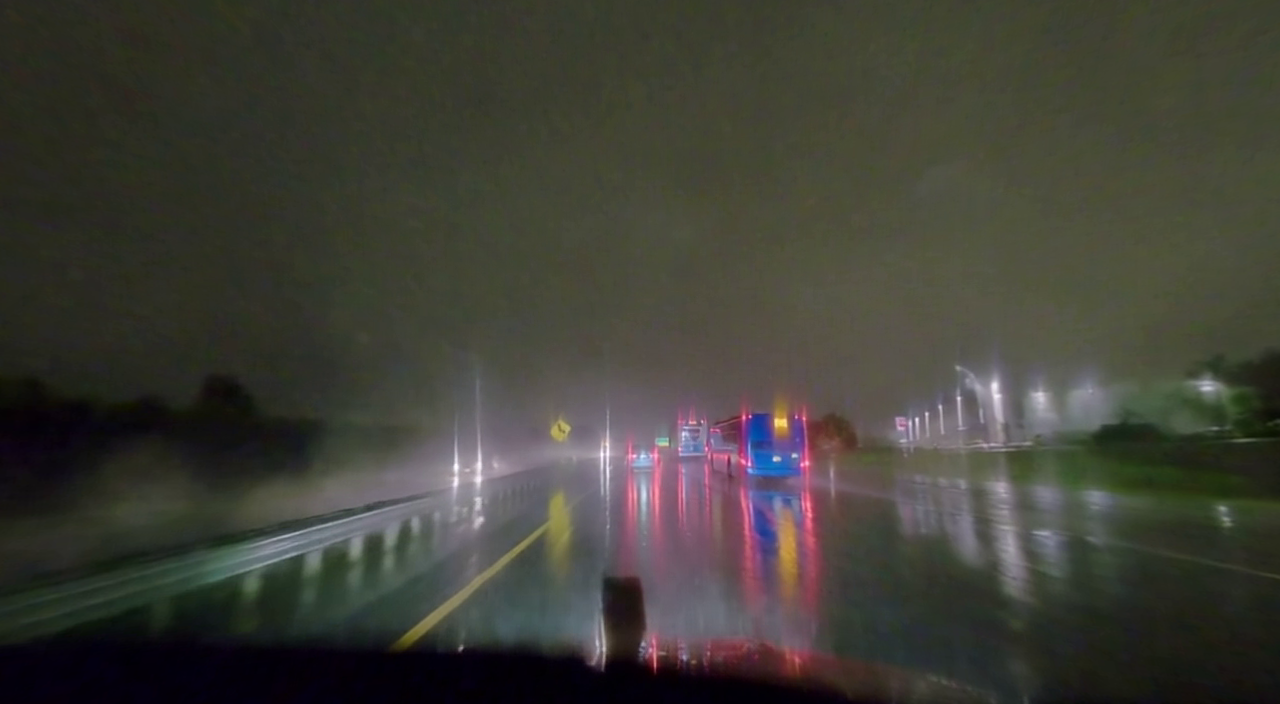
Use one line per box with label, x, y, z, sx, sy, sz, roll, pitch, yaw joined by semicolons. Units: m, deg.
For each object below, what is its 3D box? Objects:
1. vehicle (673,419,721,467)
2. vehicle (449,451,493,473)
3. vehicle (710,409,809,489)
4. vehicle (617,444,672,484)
vehicle;4.295;7.127;49.090;2.883;3.358;7.942;0;-9;-1
vehicle;-12.345;8.062;46.372;2.025;1.546;4.069;0;-9;1
vehicle;4.200;3.606;23.459;2.440;2.555;5.957;0;-9;-1
vehicle;0.166;4.407;25.074;2.004;1.449;3.817;0;-9;0
